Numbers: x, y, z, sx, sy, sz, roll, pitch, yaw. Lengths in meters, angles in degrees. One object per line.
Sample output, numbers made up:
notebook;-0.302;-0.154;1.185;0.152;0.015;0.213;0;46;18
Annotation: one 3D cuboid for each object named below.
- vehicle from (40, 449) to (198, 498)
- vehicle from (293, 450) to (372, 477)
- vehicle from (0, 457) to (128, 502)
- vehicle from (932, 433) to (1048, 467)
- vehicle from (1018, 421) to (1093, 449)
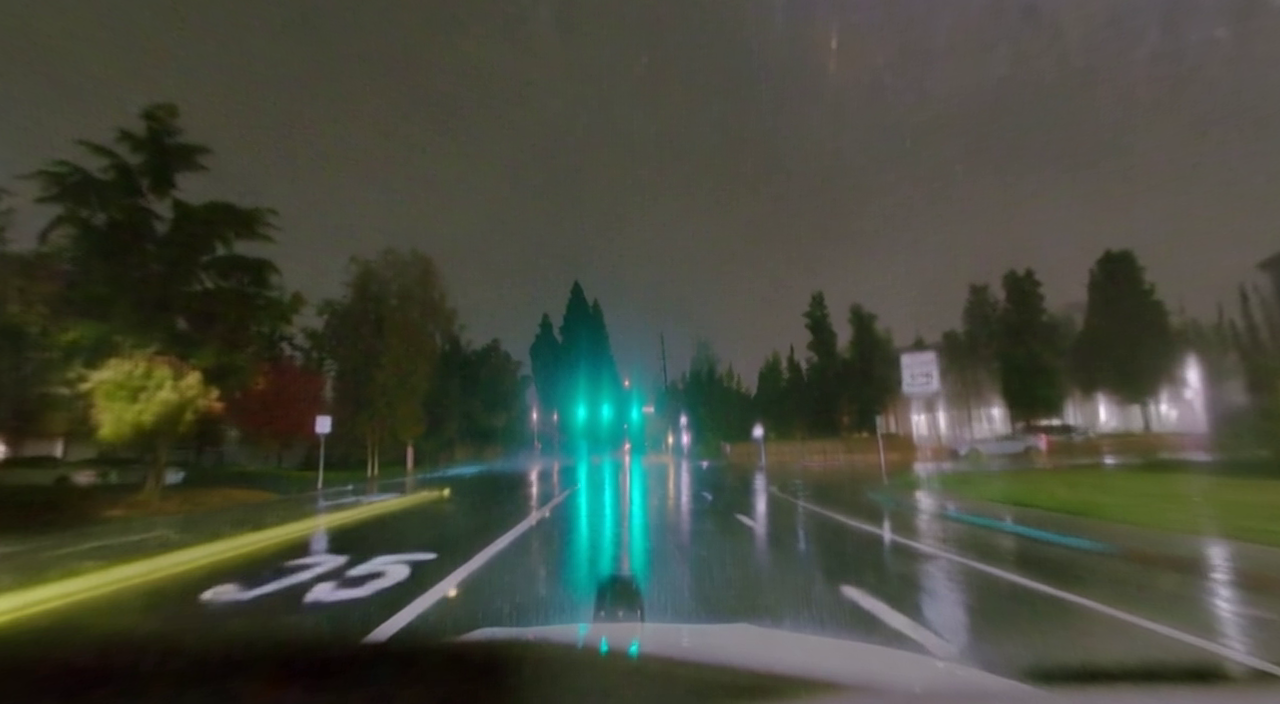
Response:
vehicle;-20.708;4.814;25.267;4.456;1.809;2.113;0;-9;2
vehicle;-20.594;7.452;42.384;4.171;1.728;2.069;0;-9;2
vehicle;-21.295;4.502;22.456;4.495;1.472;1.833;0;-9;0
vehicle;19.195;5.445;34.827;5.172;1.468;1.964;-3;-11;-2
vehicle;28.265;5.734;43.219;2.049;1.739;4.982;-1;-9;5
